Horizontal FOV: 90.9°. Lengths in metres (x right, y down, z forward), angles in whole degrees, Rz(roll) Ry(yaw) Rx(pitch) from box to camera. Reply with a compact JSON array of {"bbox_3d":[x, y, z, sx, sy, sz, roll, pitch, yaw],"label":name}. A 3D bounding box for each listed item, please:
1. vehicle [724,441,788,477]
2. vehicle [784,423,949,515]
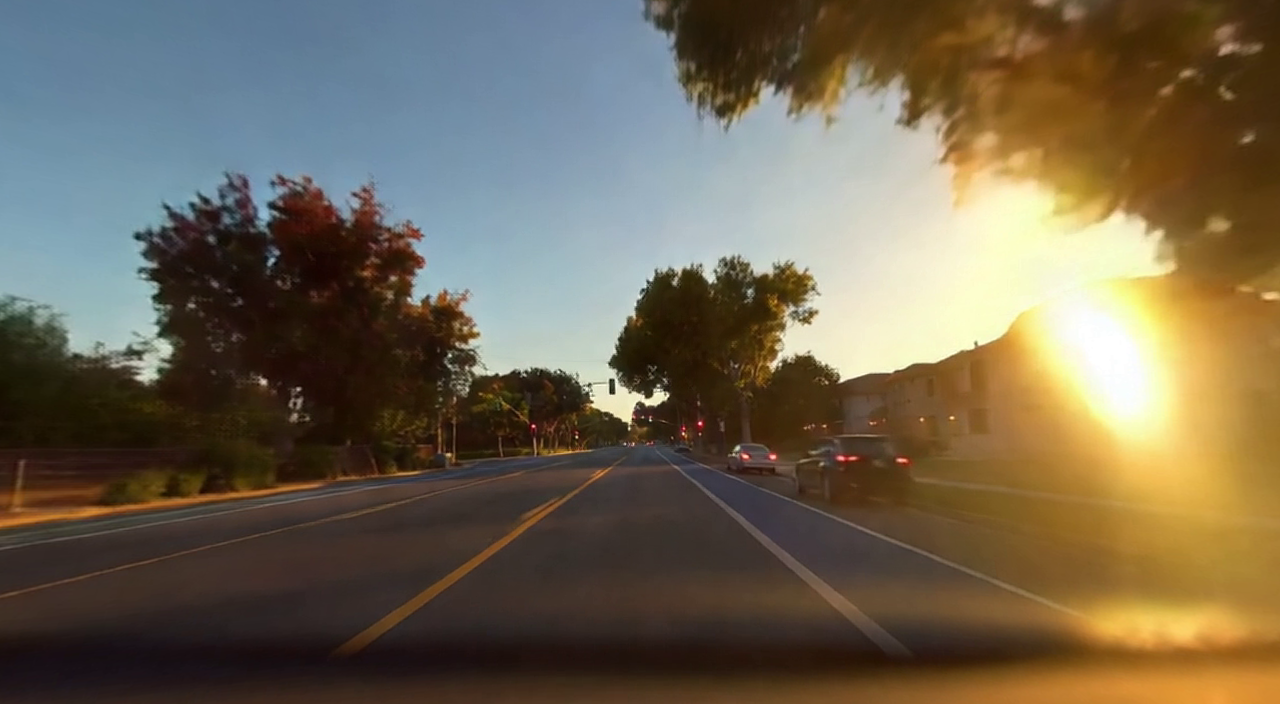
[{"bbox_3d":[5.131,4.815,28.633,1.995,1.472,4.884,0,-8,0],"label":"vehicle"},{"bbox_3d":[4.915,2.605,14.526,2.069,1.743,4.595,0,-8,0],"label":"vehicle"}]
